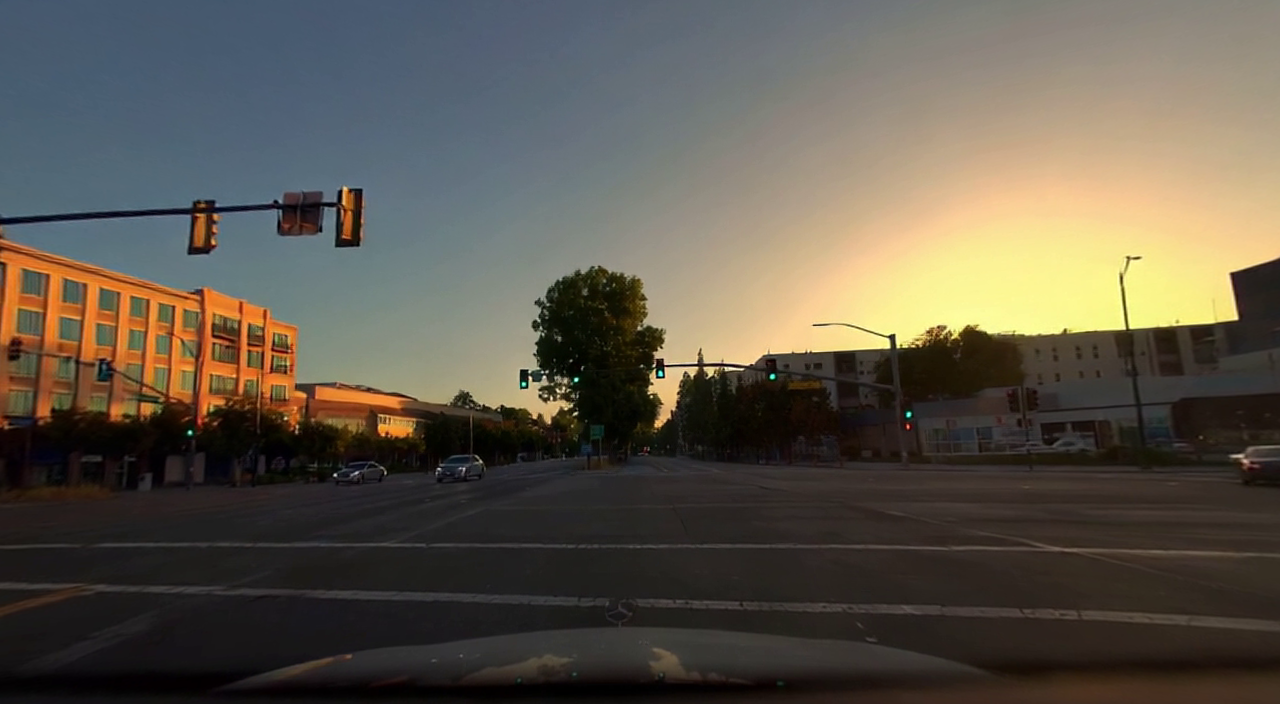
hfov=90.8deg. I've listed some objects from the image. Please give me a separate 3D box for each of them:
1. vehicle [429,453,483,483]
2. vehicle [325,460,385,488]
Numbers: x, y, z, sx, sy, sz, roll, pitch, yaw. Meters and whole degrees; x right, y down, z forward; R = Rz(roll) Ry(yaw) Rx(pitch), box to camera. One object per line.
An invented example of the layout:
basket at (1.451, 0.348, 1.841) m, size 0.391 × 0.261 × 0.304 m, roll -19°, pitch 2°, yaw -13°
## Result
vehicle at (-12.255, 7.705, 42.314) m, size 2.151 × 1.847 × 4.634 m, roll 0°, pitch -9°, yaw 1°
vehicle at (-18.890, 8.110, 42.119) m, size 1.933 × 1.664 × 4.255 m, roll 0°, pitch -9°, yaw 0°
